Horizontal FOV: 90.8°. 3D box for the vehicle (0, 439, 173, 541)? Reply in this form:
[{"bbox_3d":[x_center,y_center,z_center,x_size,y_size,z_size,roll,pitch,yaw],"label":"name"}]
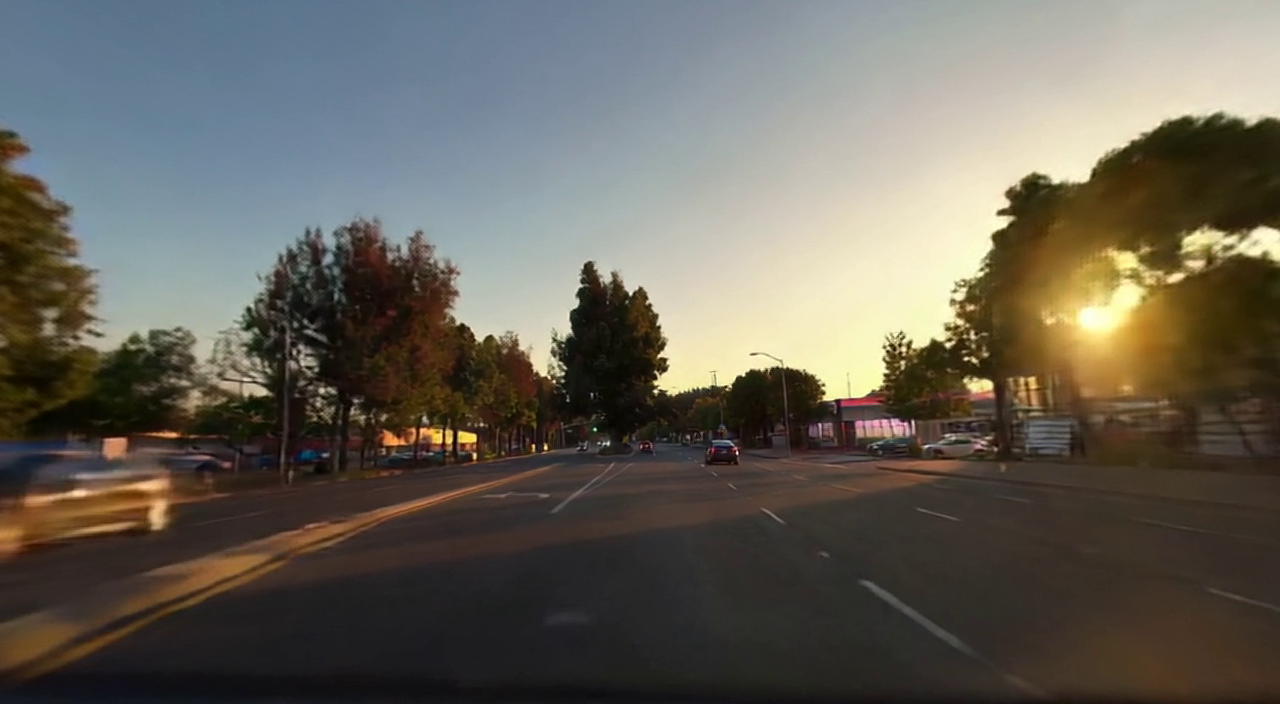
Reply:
[{"bbox_3d":[-13.609,2.966,14.137,2.225,1.961,5.380,0,-9,-1],"label":"vehicle"}]

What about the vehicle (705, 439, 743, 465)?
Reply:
[{"bbox_3d":[5.481,6.580,41.729,1.957,1.643,4.226,0,-9,1],"label":"vehicle"}]
